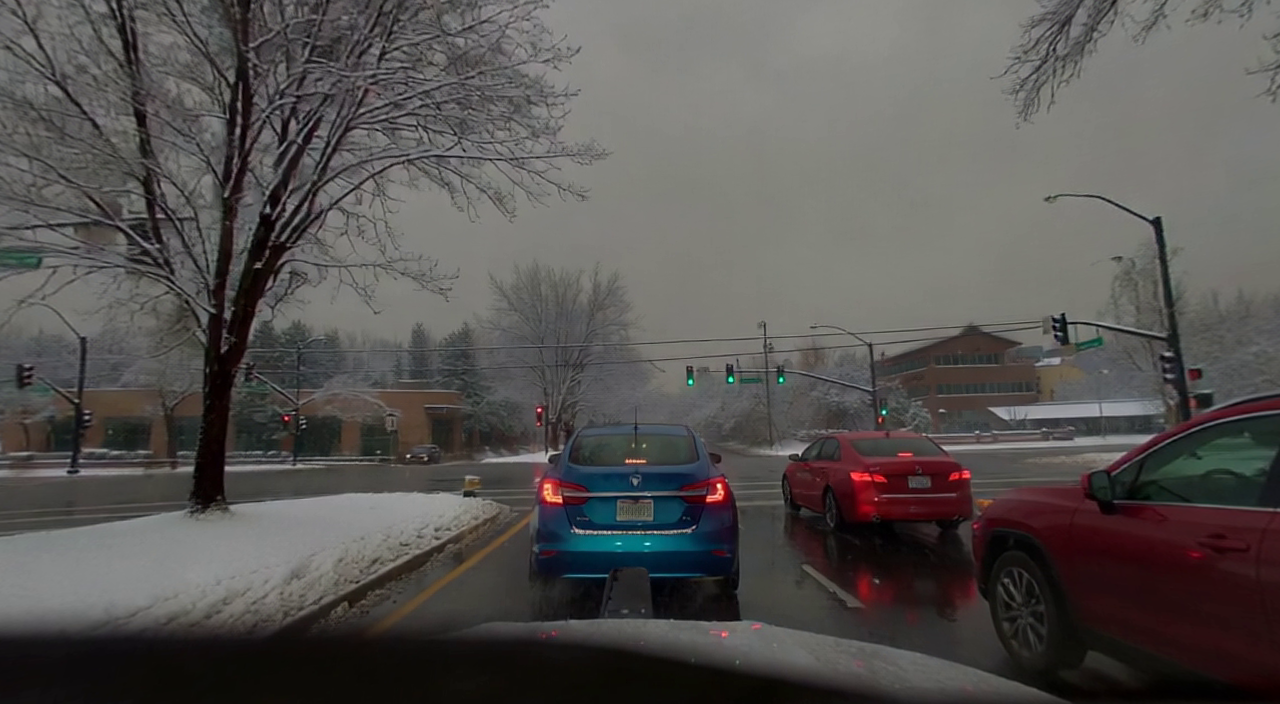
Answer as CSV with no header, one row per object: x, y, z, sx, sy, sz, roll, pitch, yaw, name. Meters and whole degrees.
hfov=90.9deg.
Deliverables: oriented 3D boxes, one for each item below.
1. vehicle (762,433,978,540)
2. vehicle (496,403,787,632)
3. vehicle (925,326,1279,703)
3.709,2.259,11.294,2.054,1.482,4.654,0,-9,-1,vehicle
-0.001,1.476,6.498,2.074,1.631,3.793,0,-9,0,vehicle
3.740,0.934,3.422,2.162,1.829,4.519,0,-9,-1,vehicle
